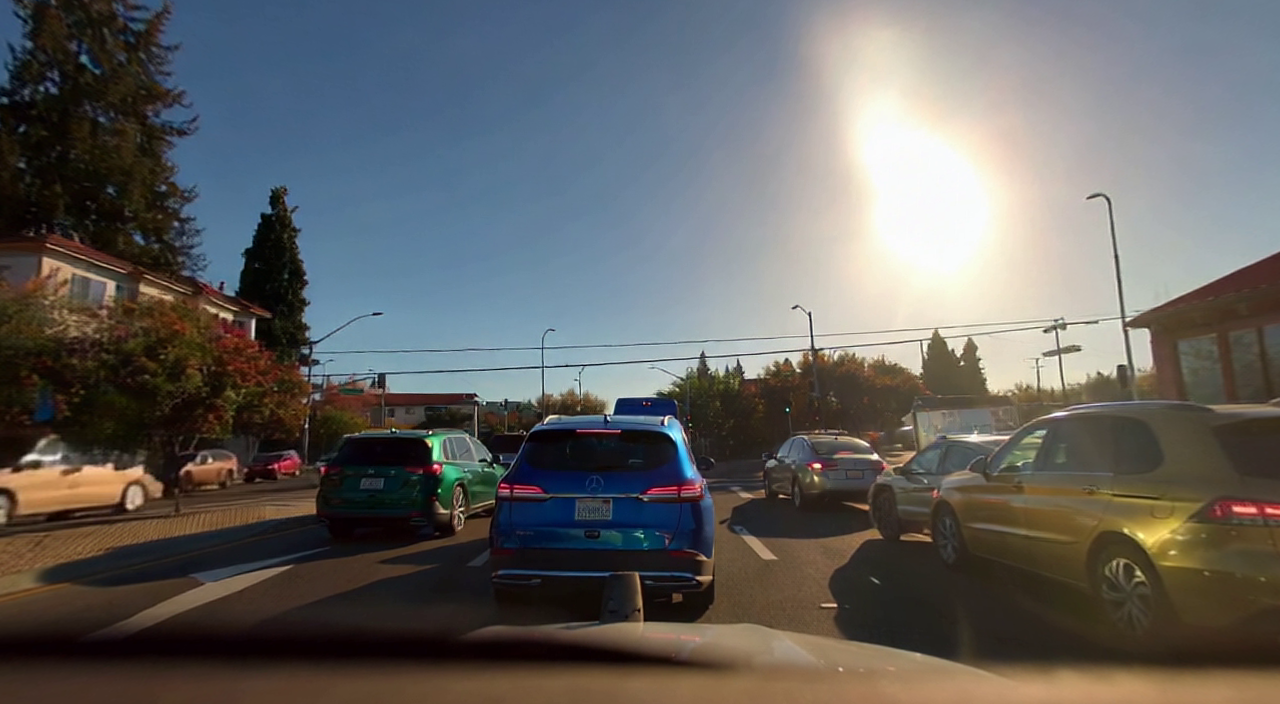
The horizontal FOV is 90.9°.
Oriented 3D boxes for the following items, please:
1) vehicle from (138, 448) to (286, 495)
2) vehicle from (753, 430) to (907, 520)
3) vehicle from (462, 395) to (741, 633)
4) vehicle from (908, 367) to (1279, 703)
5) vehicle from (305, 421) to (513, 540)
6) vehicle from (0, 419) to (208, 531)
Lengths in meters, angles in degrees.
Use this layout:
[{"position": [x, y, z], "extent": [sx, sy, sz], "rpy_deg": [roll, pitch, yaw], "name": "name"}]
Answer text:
[{"position": [-15.743, 4.386, 23.642], "extent": [2.057, 1.540, 4.884], "rpy_deg": [0, -8, 1], "name": "vehicle"}, {"position": [3.663, 2.428, 12.951], "extent": [1.847, 1.554, 3.885], "rpy_deg": [0, -8, -1], "name": "vehicle"}, {"position": [-0.160, 1.471, 6.691], "extent": [2.022, 1.700, 4.084], "rpy_deg": [0, -8, 4], "name": "vehicle"}, {"position": [4.153, 1.264, 5.339], "extent": [2.014, 1.740, 4.515], "rpy_deg": [-1, -8, 4], "name": "vehicle"}, {"position": [-3.767, 2.169, 11.279], "extent": [2.012, 1.701, 4.316], "rpy_deg": [0, -8, 1], "name": "vehicle"}, {"position": [-12.223, 2.394, 12.663], "extent": [2.276, 1.926, 6.686], "rpy_deg": [0, -8, 1], "name": "vehicle"}]
